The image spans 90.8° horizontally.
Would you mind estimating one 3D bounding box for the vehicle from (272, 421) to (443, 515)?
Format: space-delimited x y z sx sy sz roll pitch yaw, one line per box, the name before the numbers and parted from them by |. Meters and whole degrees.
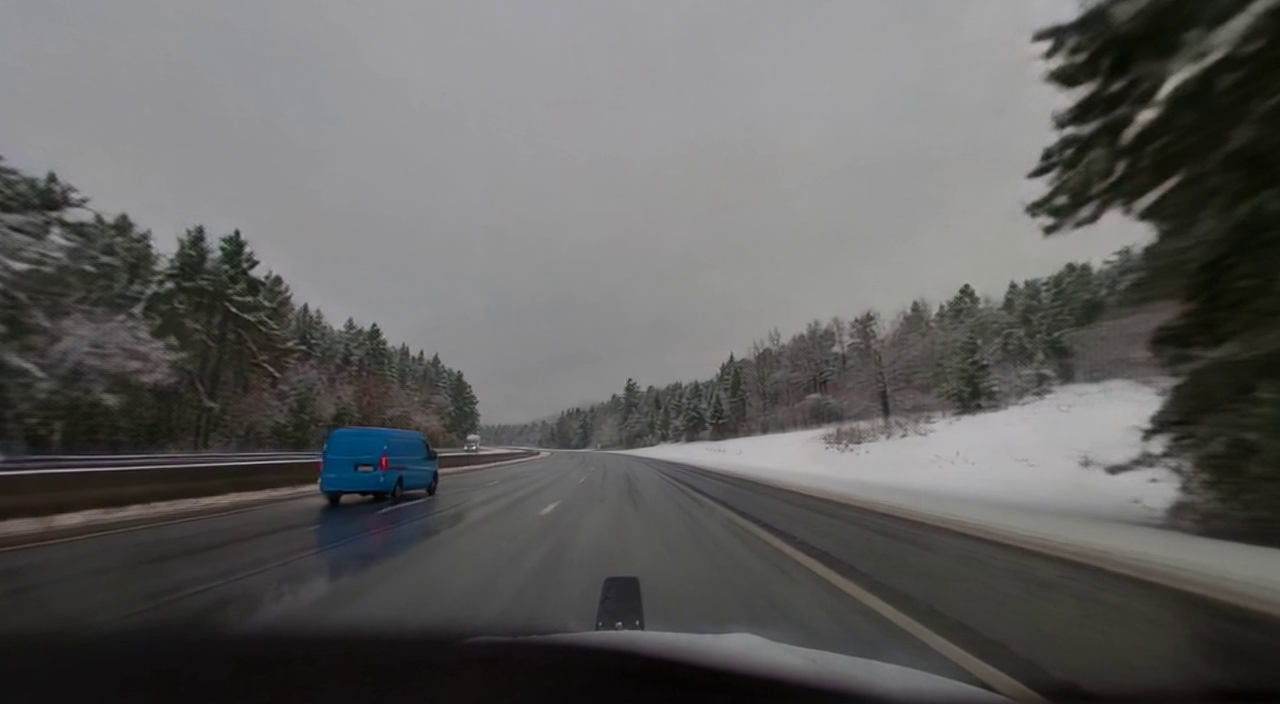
vehicle | -6.972 2.937 16.363 2.197 2.038 4.919 0 -9 -1
